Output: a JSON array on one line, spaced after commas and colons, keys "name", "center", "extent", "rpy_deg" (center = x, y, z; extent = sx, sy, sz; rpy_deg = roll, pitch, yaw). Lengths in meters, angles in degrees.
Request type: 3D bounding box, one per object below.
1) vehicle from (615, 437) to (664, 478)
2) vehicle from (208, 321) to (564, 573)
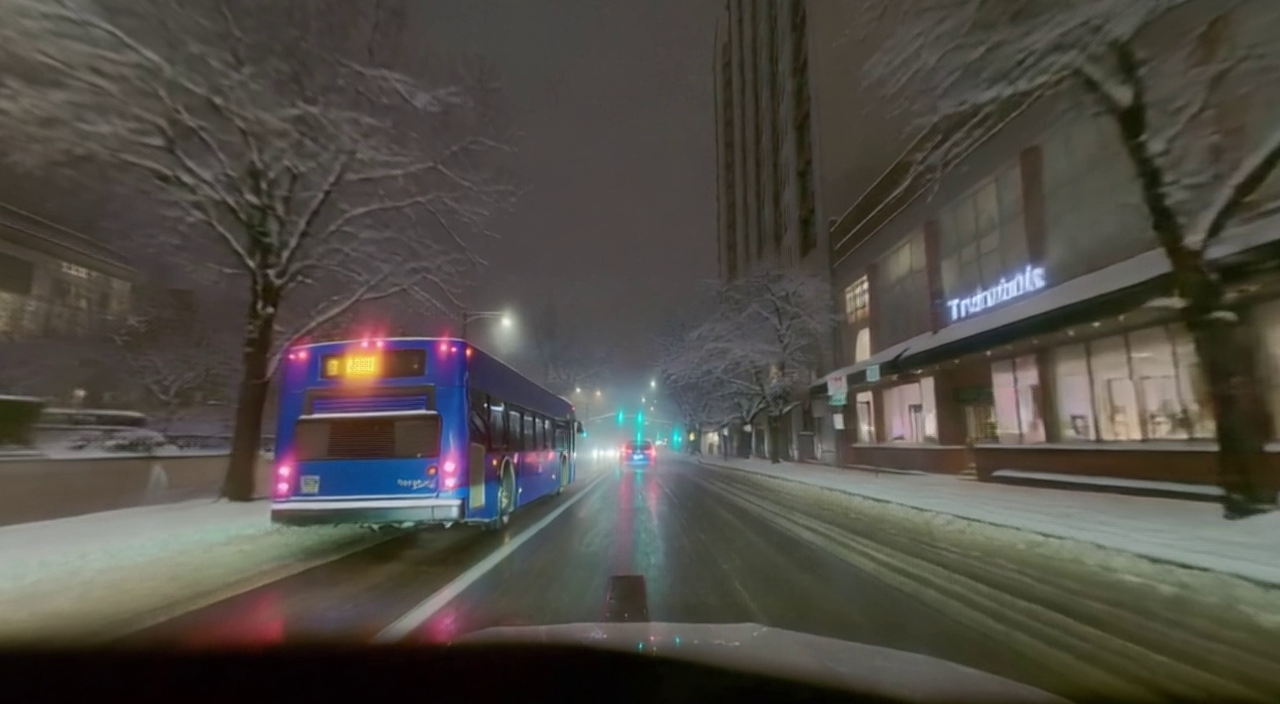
[{"name": "vehicle", "center": [0.004, 4.868, 29.369], "extent": [2.120, 1.727, 3.917], "rpy_deg": [0, -8, 1]}, {"name": "vehicle", "center": [-3.435, 1.613, 11.622], "extent": [2.920, 2.884, 8.588], "rpy_deg": [1, -7, 0]}]
